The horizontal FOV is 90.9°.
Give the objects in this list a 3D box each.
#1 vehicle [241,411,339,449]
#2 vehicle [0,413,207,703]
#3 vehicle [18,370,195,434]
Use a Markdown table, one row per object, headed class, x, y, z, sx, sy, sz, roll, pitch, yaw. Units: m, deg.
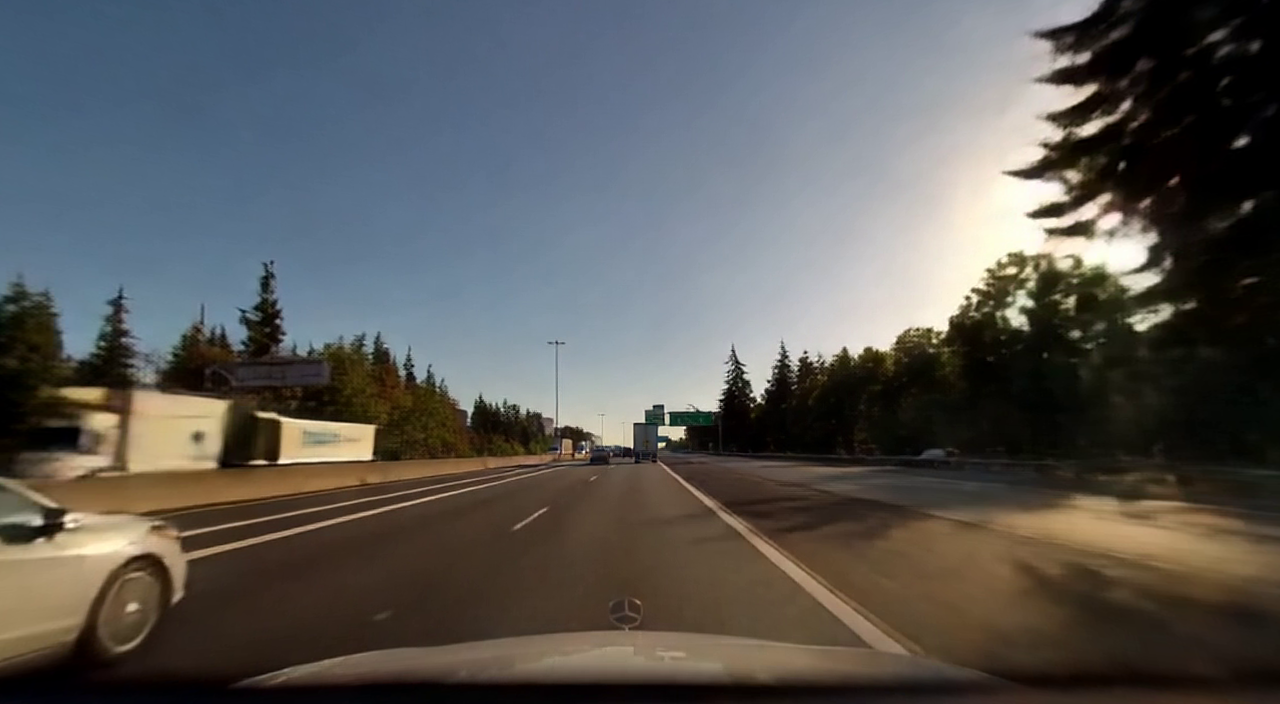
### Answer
| class | x | y | z | sx | sy | sz | roll | pitch | yaw |
| --- | --- | --- | --- | --- | --- | --- | --- | --- | --- |
| vehicle | -17.206 | 3.919 | 31.280 | 2.111 | 1.716 | 4.697 | -1 | -8 | 1 |
| vehicle | -4.171 | 0.965 | 2.537 | 1.945 | 1.488 | 4.043 | 0 | -9 | 0 |
| vehicle | -17.344 | 1.774 | 20.882 | 1.866 | 1.761 | 4.683 | -2 | -8 | -1 |
